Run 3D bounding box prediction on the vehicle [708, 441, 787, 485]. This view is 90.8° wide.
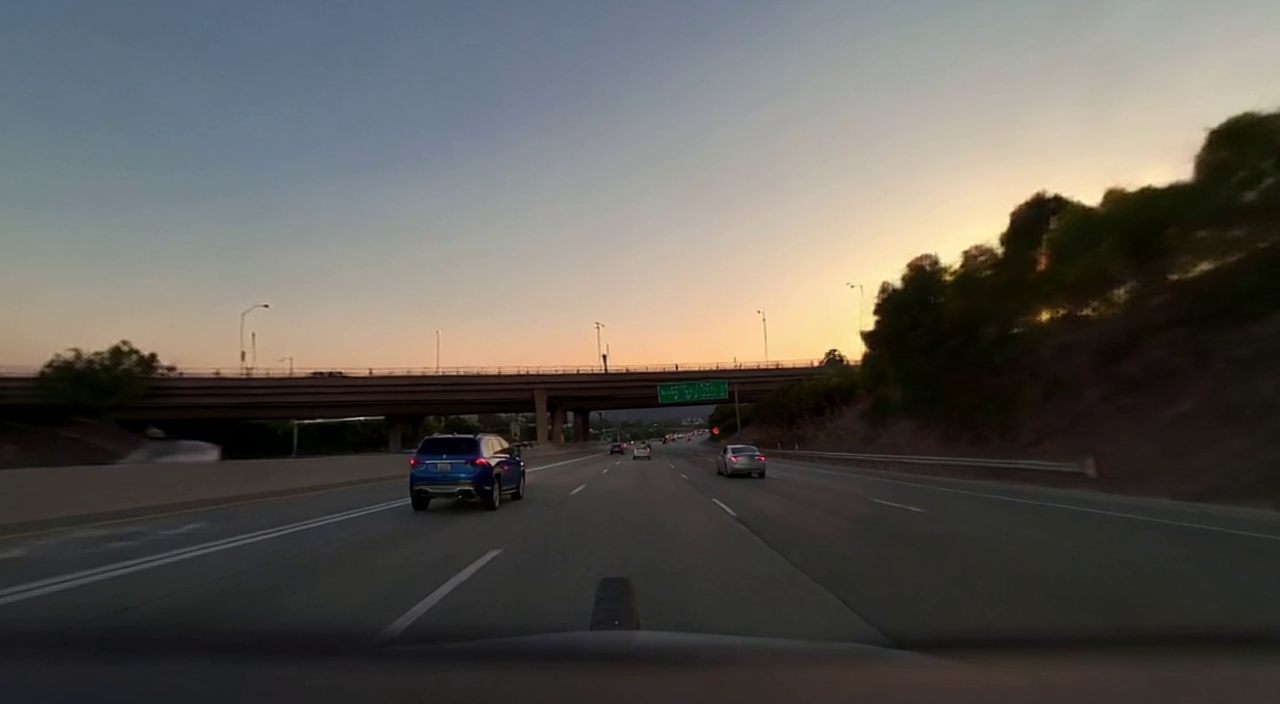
[{"bbox_3d":[3.821,4.041,23.307,2.083,1.453,4.307,0,-8,-1],"label":"vehicle"}]

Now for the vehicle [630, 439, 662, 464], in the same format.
[{"bbox_3d":[0.473,7.774,49.655,2.428,1.841,4.402,0,-8,1],"label":"vehicle"}]

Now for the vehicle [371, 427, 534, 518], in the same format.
[{"bbox_3d":[-3.725,2.477,13.503,2.193,1.641,4.077,0,-8,0],"label":"vehicle"}]
